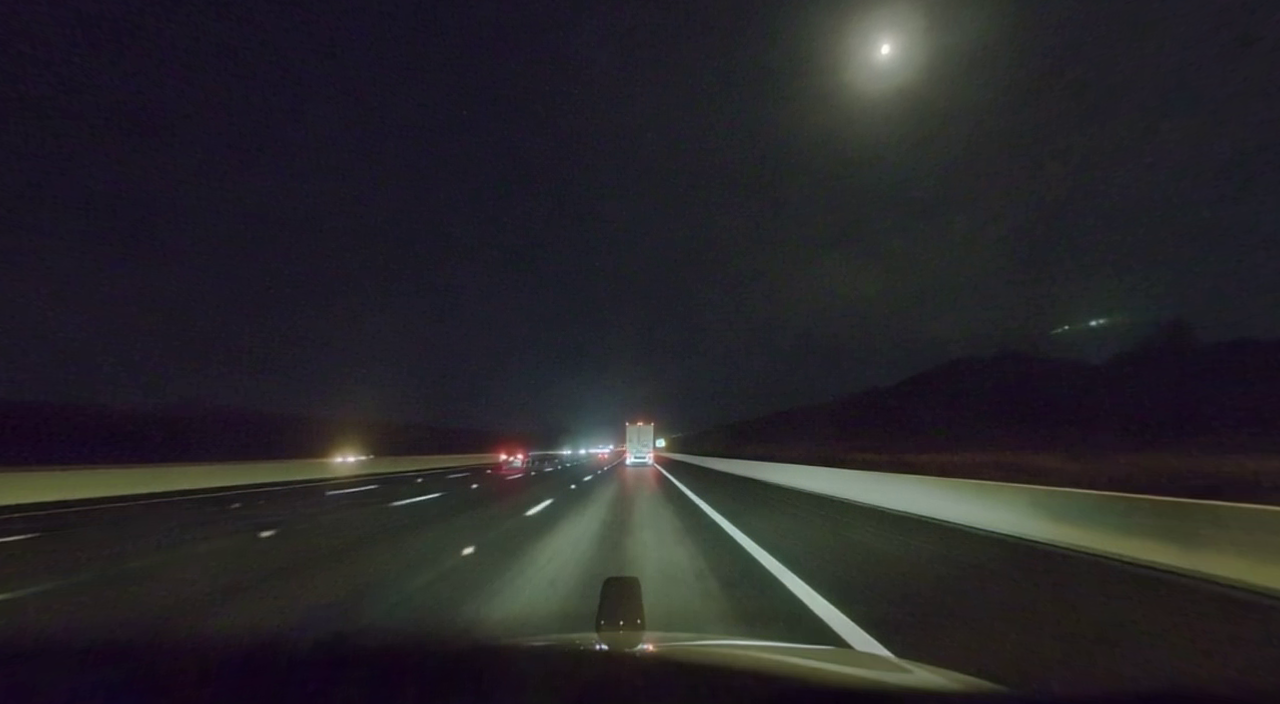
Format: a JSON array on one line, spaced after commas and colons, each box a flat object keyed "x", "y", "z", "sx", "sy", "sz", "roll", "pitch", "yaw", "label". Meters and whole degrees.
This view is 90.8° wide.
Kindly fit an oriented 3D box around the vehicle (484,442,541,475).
[{"x": -6.964, "y": 5.888, "z": 34.994, "sx": 2.067, "sy": 1.676, "sz": 4.789, "roll": 0, "pitch": -9, "yaw": 1, "label": "vehicle"}]
